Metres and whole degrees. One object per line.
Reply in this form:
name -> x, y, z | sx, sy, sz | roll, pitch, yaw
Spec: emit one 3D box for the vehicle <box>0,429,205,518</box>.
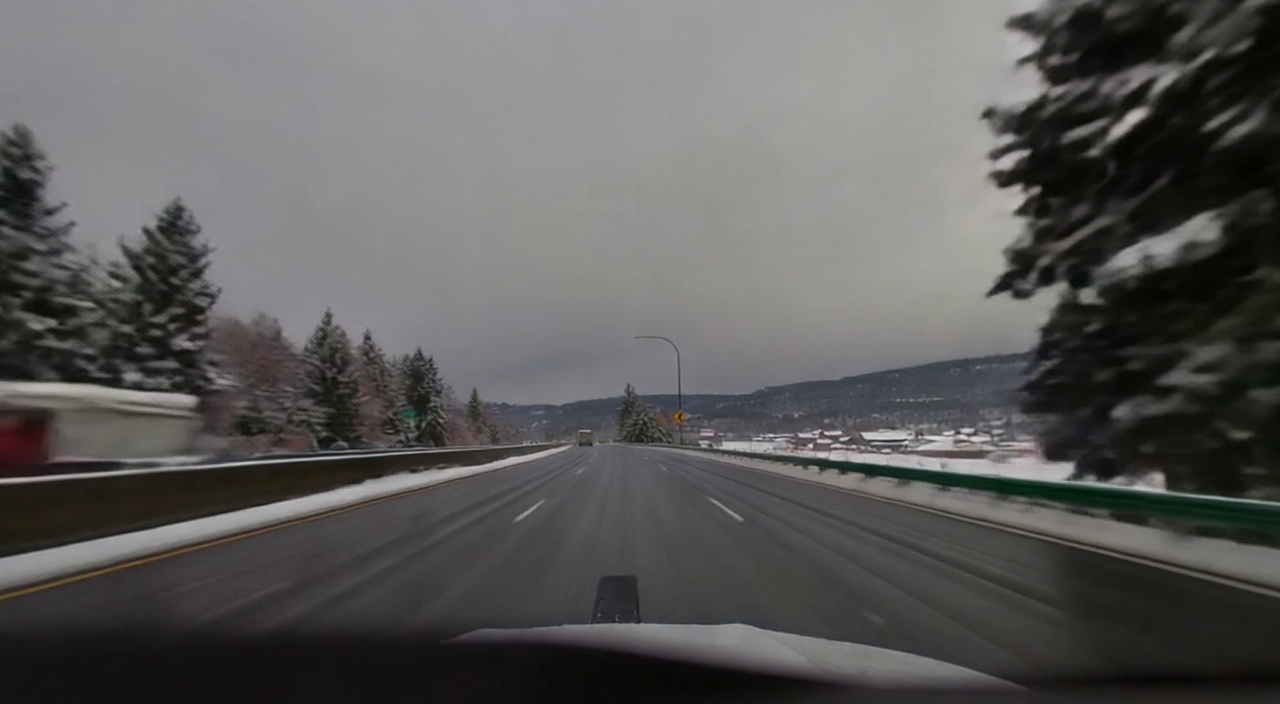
vehicle -> -11.135, 2.342, 12.672 | 1.978, 1.484, 3.953 | 0, -8, -1
